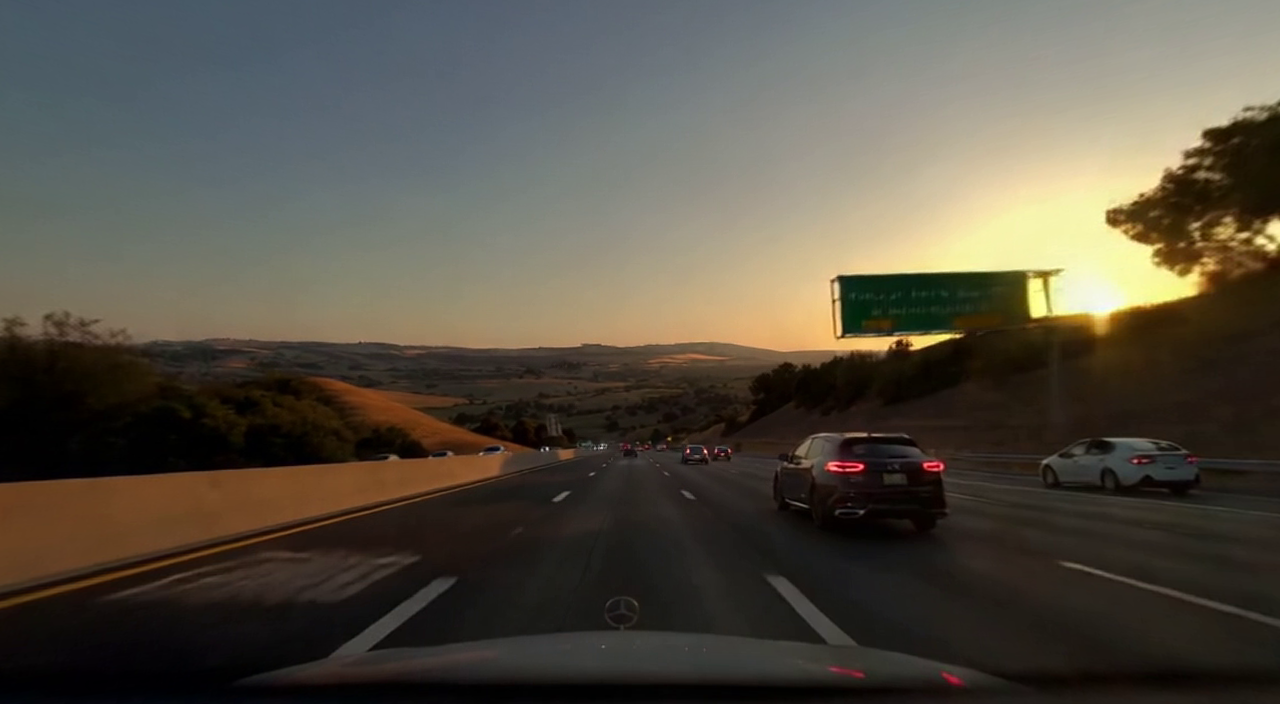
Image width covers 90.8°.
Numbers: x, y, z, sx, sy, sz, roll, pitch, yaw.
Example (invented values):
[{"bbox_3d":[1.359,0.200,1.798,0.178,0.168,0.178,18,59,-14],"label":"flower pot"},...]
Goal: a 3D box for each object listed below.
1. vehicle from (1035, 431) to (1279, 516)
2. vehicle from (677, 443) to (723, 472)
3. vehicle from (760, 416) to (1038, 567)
[{"bbox_3d":[10.900,2.567,13.800,1.844,1.560,4.085,0,-9,0],"label":"vehicle"},{"bbox_3d":[3.252,5.808,34.916,2.038,1.477,4.313,0,-9,-1],"label":"vehicle"},{"bbox_3d":[3.215,1.836,9.113,1.977,1.601,4.598,0,-9,-1],"label":"vehicle"}]
